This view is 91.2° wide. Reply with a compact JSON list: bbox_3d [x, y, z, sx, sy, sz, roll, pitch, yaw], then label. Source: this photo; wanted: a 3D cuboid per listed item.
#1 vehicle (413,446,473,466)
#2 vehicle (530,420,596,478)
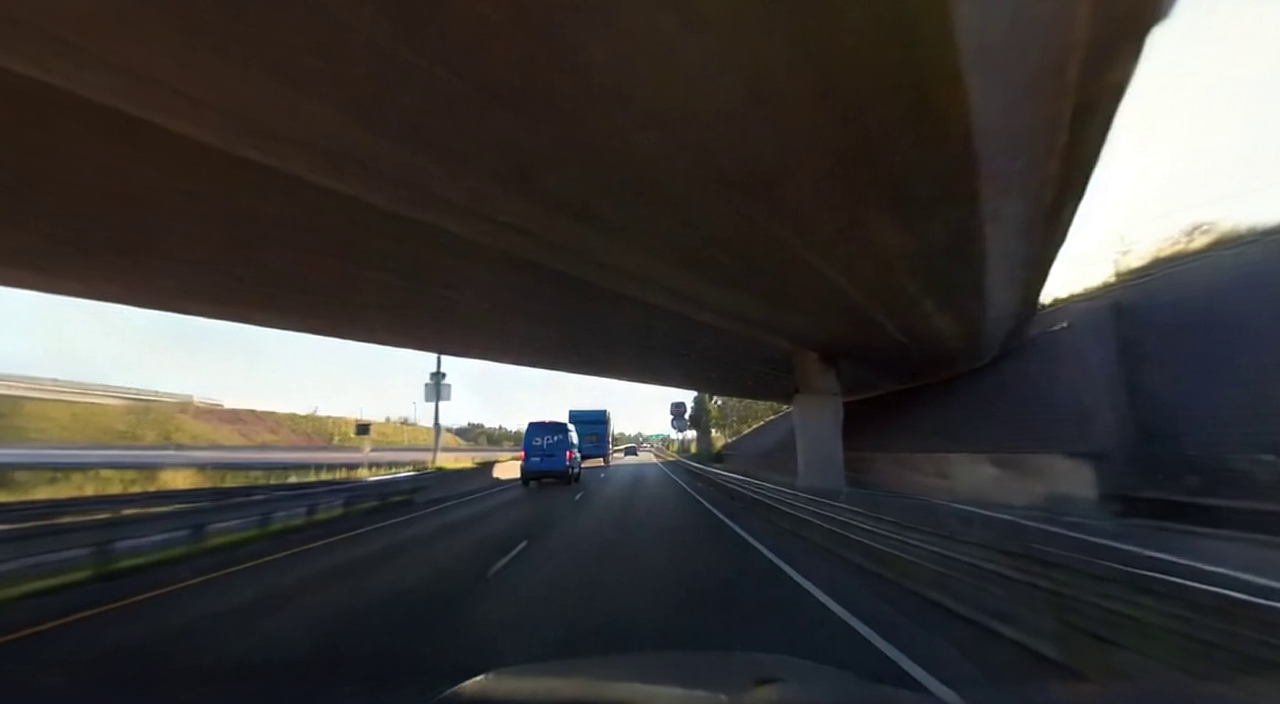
[{"bbox_3d":[-15.593,8.254,49.786,4.396,1.557,1.952,2,-9,-14],"label":"vehicle"},{"bbox_3d":[-3.819,5.046,32.643,2.463,2.640,7.034,0,-9,0],"label":"vehicle"}]
